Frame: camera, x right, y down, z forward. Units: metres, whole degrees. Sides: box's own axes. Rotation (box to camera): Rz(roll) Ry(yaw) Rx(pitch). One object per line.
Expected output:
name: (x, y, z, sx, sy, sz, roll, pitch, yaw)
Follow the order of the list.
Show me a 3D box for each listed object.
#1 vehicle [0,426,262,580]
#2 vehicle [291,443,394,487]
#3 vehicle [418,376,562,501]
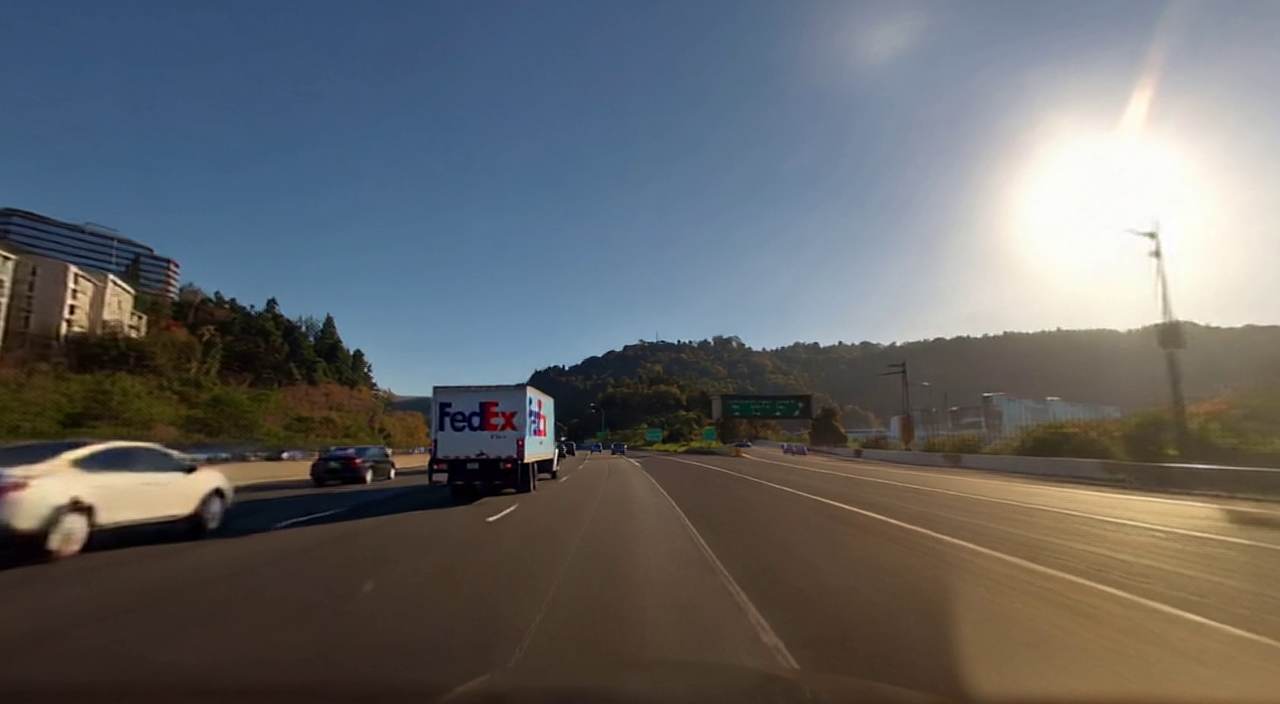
vehicle: (-7.926, 1.953, 9.050, 2.143, 1.628, 4.559, 0, -8, 0)
vehicle: (-11.942, 4.523, 25.763, 1.981, 1.607, 4.703, 0, -8, -1)
vehicle: (-4.365, 2.786, 20.236, 2.798, 3.212, 7.573, 0, -8, -1)
